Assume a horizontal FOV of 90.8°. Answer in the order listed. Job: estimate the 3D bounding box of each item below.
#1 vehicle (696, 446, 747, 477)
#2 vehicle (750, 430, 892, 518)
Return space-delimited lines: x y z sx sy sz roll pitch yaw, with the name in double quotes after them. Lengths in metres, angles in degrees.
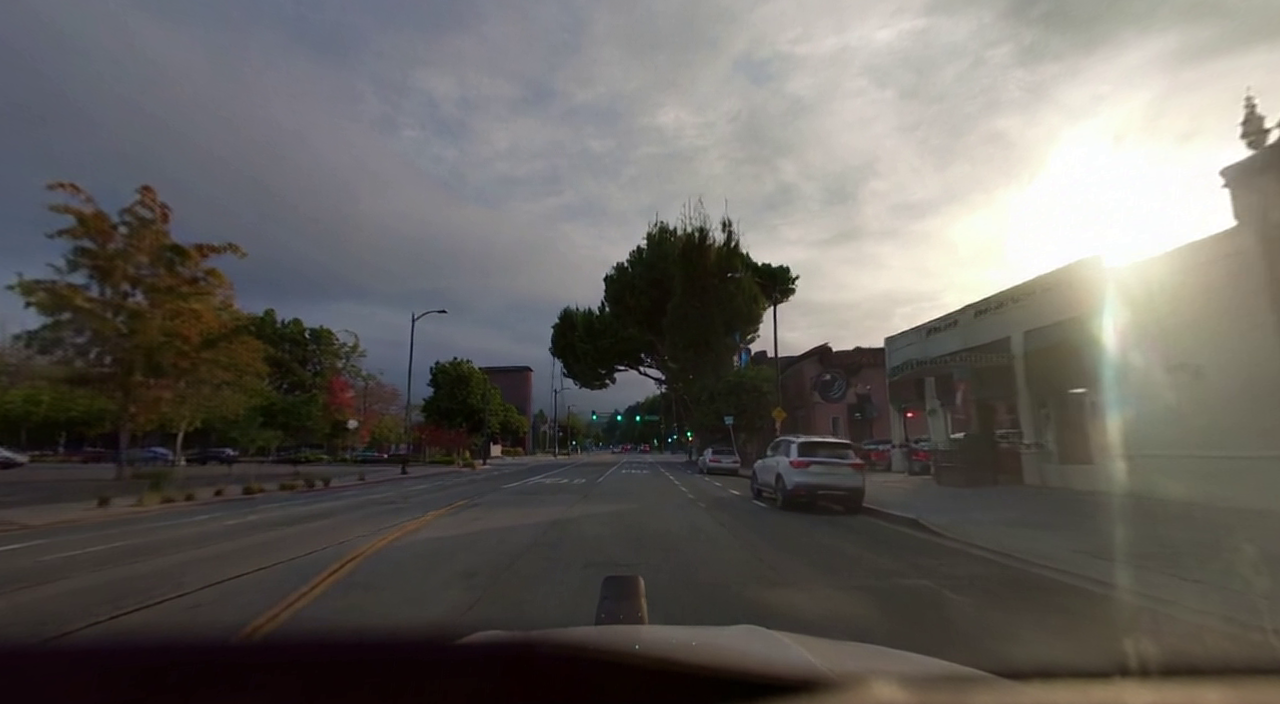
4.141 5.616 32.605 1.856 1.462 4.501 1 -8 -2 "vehicle"
4.051 2.805 15.040 1.957 1.753 4.413 0 -8 -2 "vehicle"
